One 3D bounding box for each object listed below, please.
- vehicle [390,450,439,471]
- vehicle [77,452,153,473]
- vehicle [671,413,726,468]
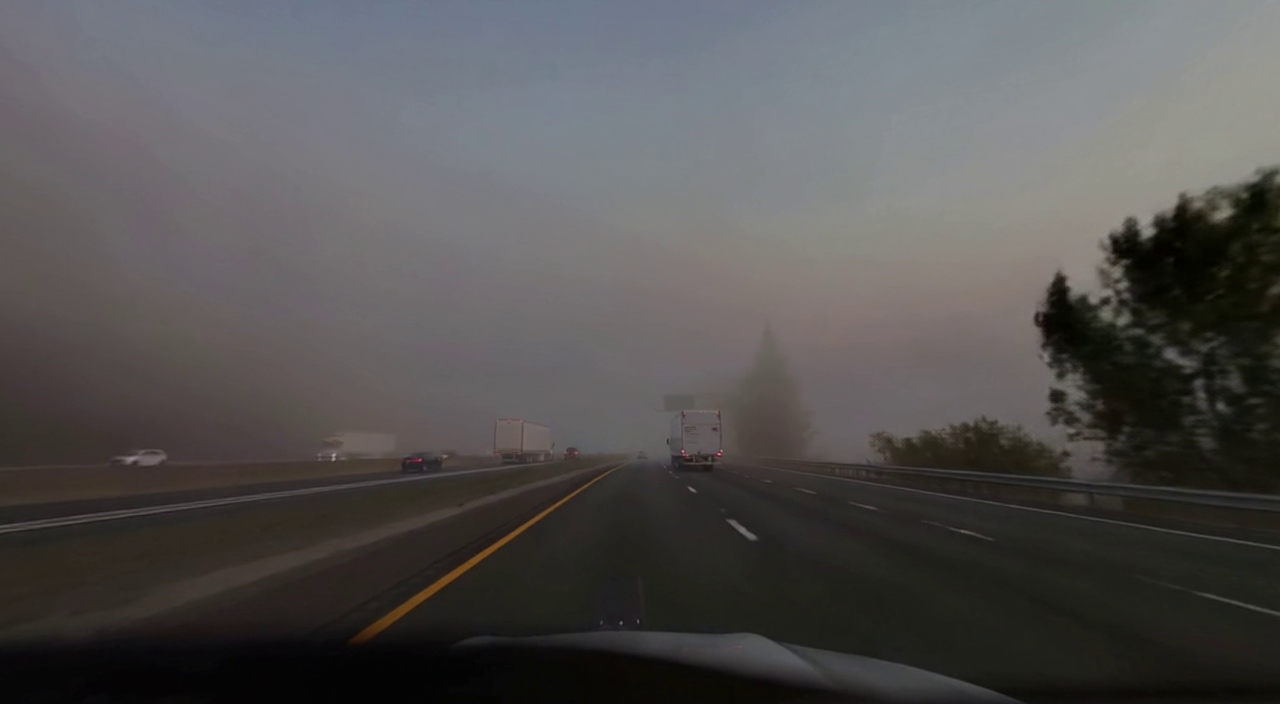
[{"bbox_3d":[-16.230,7.807,45.563,1.833,1.438,4.011,-1,-9,4],"label":"vehicle"},{"bbox_3d":[-39.658,8.319,47.770,1.771,1.472,4.427,-1,-9,3],"label":"vehicle"},{"bbox_3d":[4.224,6.956,48.847,2.928,3.595,13.975,0,-9,0],"label":"vehicle"}]
